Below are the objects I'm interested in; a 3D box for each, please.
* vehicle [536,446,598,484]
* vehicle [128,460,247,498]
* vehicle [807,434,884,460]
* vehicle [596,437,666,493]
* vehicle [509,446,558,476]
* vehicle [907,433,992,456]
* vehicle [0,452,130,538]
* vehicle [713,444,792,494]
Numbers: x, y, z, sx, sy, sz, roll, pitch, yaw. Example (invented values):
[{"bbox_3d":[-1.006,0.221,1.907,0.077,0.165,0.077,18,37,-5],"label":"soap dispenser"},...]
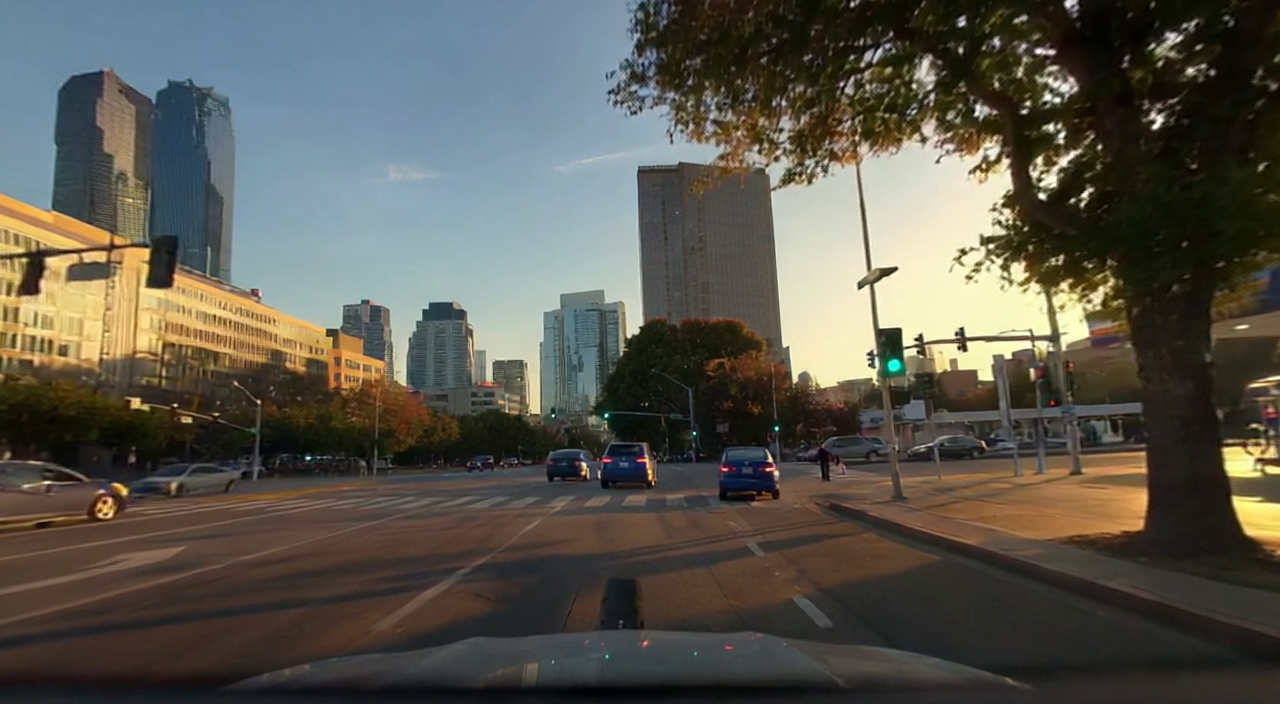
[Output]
[{"bbox_3d":[-3.072,4.856,27.535,2.003,1.492,4.291,-1,-8,3],"label":"vehicle"},{"bbox_3d":[-21.032,5.902,29.684,1.949,1.480,4.932,0,-8,1],"label":"vehicle"},{"bbox_3d":[13.797,6.427,42.604,4.524,1.681,1.823,0,-8,0],"label":"vehicle"},{"bbox_3d":[-0.227,3.860,22.000,2.210,1.722,4.215,0,-8,2],"label":"vehicle"},{"bbox_3d":[-6.345,6.502,38.051,2.018,1.692,4.226,-1,-8,3],"label":"vehicle"},{"bbox_3d":[20.684,6.200,42.326,4.700,1.417,1.789,0,-8,2],"label":"vehicle"},{"bbox_3d":[-13.446,2.899,12.980,1.995,1.626,4.592,0,-8,2],"label":"vehicle"},{"bbox_3d":[3.880,3.839,21.156,1.976,1.462,4.342,-3,-9,18],"label":"vehicle"}]
